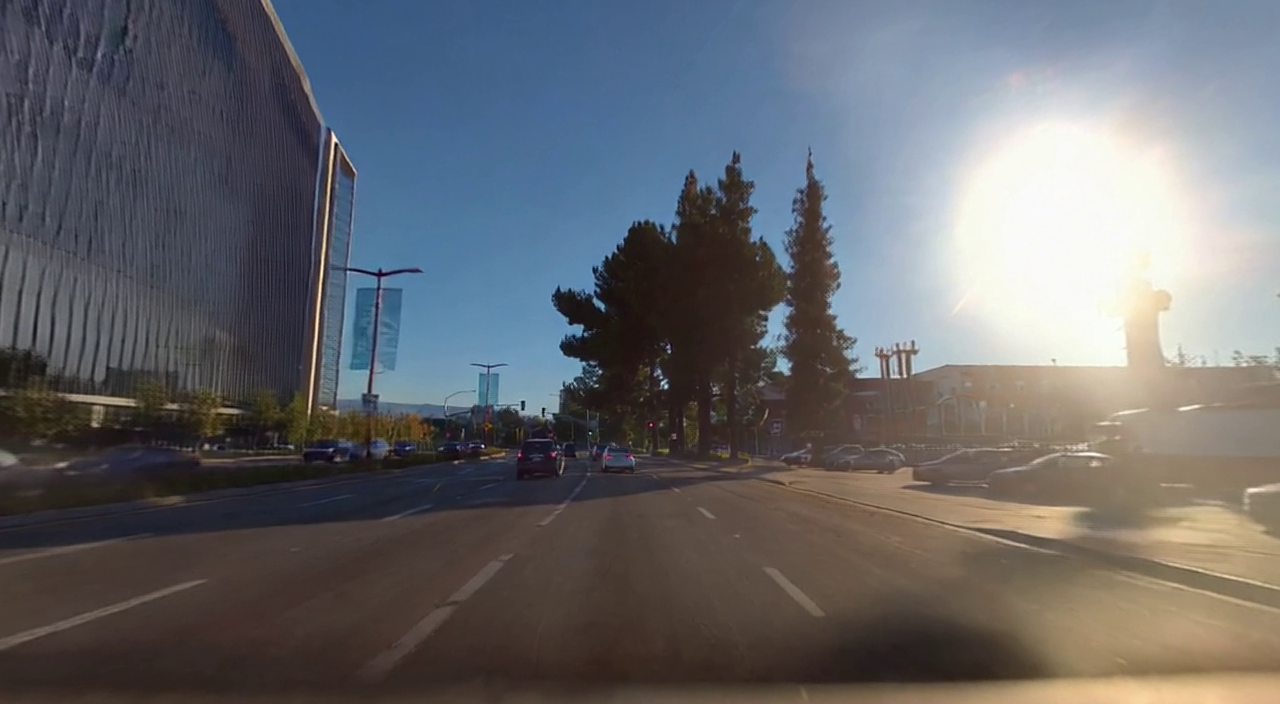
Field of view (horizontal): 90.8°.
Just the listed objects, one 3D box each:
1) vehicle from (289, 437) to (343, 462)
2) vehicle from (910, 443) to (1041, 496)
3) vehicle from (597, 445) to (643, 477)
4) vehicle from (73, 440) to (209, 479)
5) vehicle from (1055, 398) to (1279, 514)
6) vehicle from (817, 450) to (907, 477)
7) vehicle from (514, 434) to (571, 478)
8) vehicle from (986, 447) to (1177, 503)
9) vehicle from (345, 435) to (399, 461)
[{"bbox_3d":[-23.443,7.060,45.837,1.849,1.657,4.360,1,-8,-5],"label":"vehicle"},{"bbox_3d":[12.964,4.535,24.562,3.965,1.702,1.817,-3,-7,0],"label":"vehicle"},{"bbox_3d":[-1.007,5.152,30.108,2.050,1.385,4.096,1,-8,-3],"label":"vehicle"},{"bbox_3d":[-18.493,3.984,23.718,1.605,1.292,4.497,1,-8,-3],"label":"vehicle"},{"bbox_3d":[20.393,3.239,20.457,2.924,3.405,15.125,-3,-6,-3],"label":"vehicle"},{"bbox_3d":[12.715,6.384,36.343,4.470,1.429,1.878,0,-7,1],"label":"vehicle"},{"bbox_3d":[-4.270,4.647,28.430,2.001,1.784,4.483,1,-8,-2],"label":"vehicle"},{"bbox_3d":[13.628,3.819,19.745,4.489,1.652,1.783,-1,-10,3],"label":"vehicle"},{"bbox_3d":[-19.832,7.154,47.016,2.087,1.788,4.999,1,-8,-4],"label":"vehicle"}]
